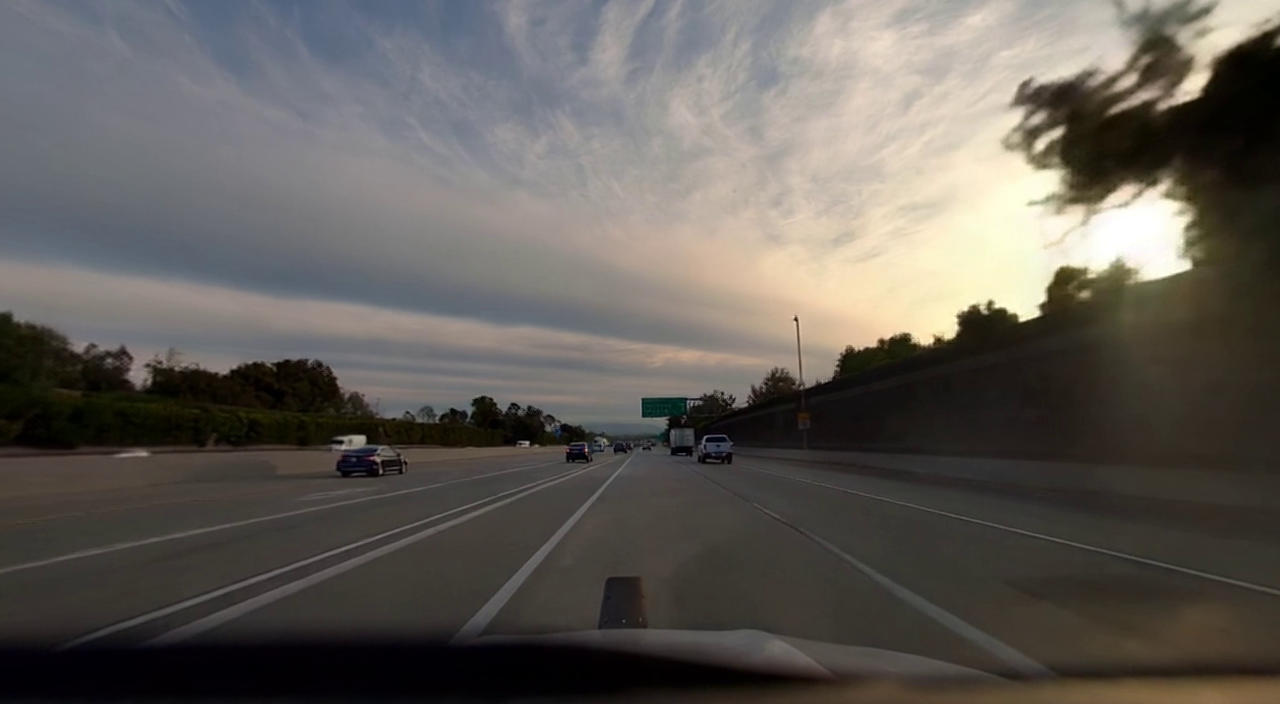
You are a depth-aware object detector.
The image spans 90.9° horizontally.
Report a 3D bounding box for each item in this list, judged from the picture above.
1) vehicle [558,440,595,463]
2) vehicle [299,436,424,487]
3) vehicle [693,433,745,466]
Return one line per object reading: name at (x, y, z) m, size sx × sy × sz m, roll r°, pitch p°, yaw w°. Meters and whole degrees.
vehicle at (-4.282, 6.795, 43.094) m, size 1.981 × 1.473 × 4.317 m, roll 0°, pitch -8°, yaw 2°
vehicle at (-8.975, 3.551, 20.840) m, size 1.899 × 1.465 × 4.589 m, roll 0°, pitch -8°, yaw 2°
vehicle at (4.906, 6.196, 40.348) m, size 2.355 × 1.930 × 6.633 m, roll 0°, pitch -8°, yaw -1°
